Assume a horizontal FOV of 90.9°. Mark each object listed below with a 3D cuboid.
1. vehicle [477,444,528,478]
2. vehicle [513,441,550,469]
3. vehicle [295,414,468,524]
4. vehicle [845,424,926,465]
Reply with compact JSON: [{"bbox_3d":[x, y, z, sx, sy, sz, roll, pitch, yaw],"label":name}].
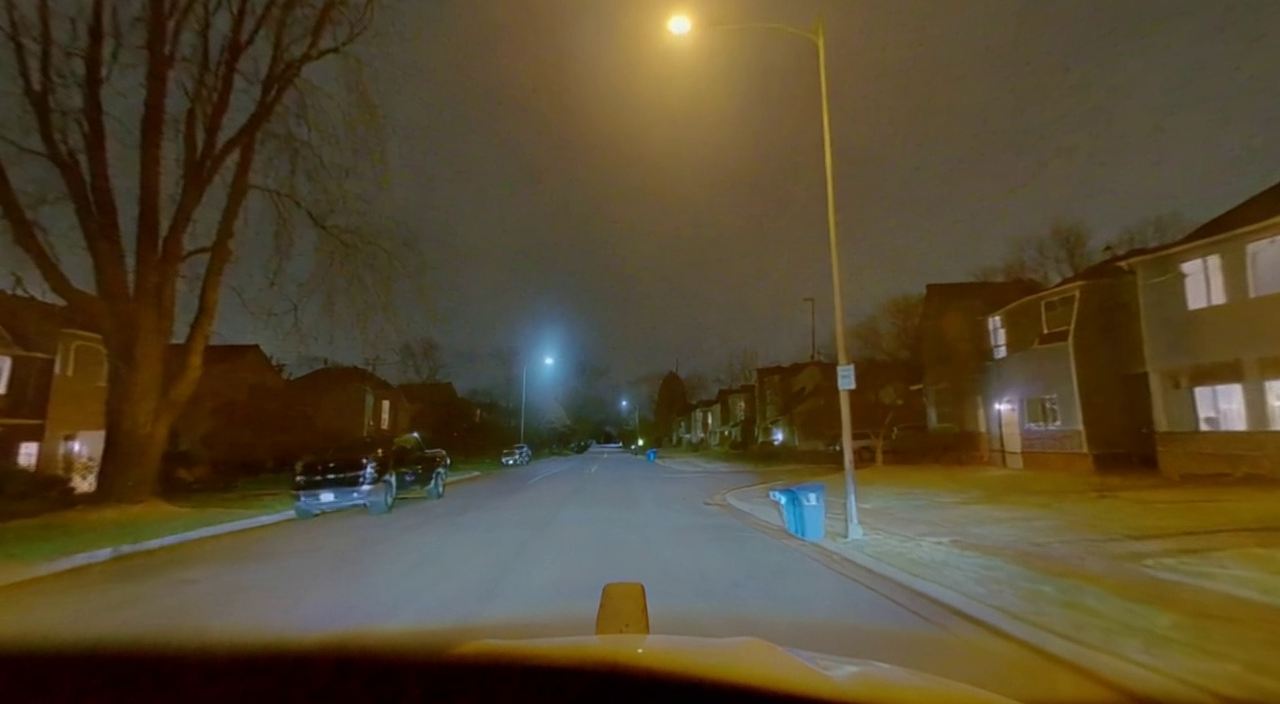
[{"bbox_3d":[-7.478,5.944,34.652,1.945,1.530,4.430,-4,-7,-4],"label":"vehicle"},{"bbox_3d":[-8.181,7.758,47.810,2.169,1.871,4.762,-3,-7,-4],"label":"vehicle"},{"bbox_3d":[-6.686,2.961,17.291,2.223,2.115,5.707,5,-4,0],"label":"vehicle"},{"bbox_3d":[11.954,4.509,31.093,1.936,1.687,4.714,-4,-7,-1],"label":"vehicle"}]
